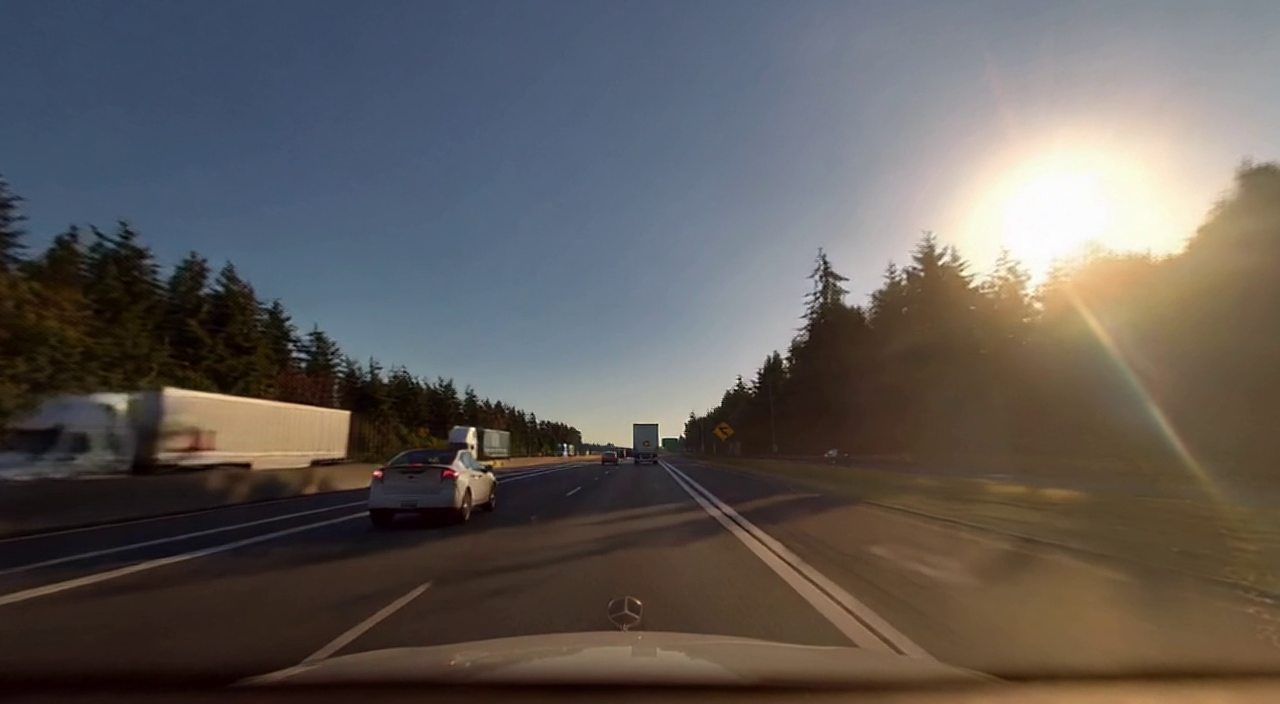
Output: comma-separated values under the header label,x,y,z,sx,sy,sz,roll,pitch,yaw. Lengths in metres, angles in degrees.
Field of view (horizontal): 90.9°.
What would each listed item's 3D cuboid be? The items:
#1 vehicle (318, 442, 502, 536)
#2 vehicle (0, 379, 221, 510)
label,x,y,z,sx,sy,sz,roll,pitch,yaw
vehicle,-4.127,2.502,12.146,1.945,1.488,4.043,0,-9,1
vehicle,-17.559,3.062,20.953,2.974,3.730,5.926,0,-9,0
